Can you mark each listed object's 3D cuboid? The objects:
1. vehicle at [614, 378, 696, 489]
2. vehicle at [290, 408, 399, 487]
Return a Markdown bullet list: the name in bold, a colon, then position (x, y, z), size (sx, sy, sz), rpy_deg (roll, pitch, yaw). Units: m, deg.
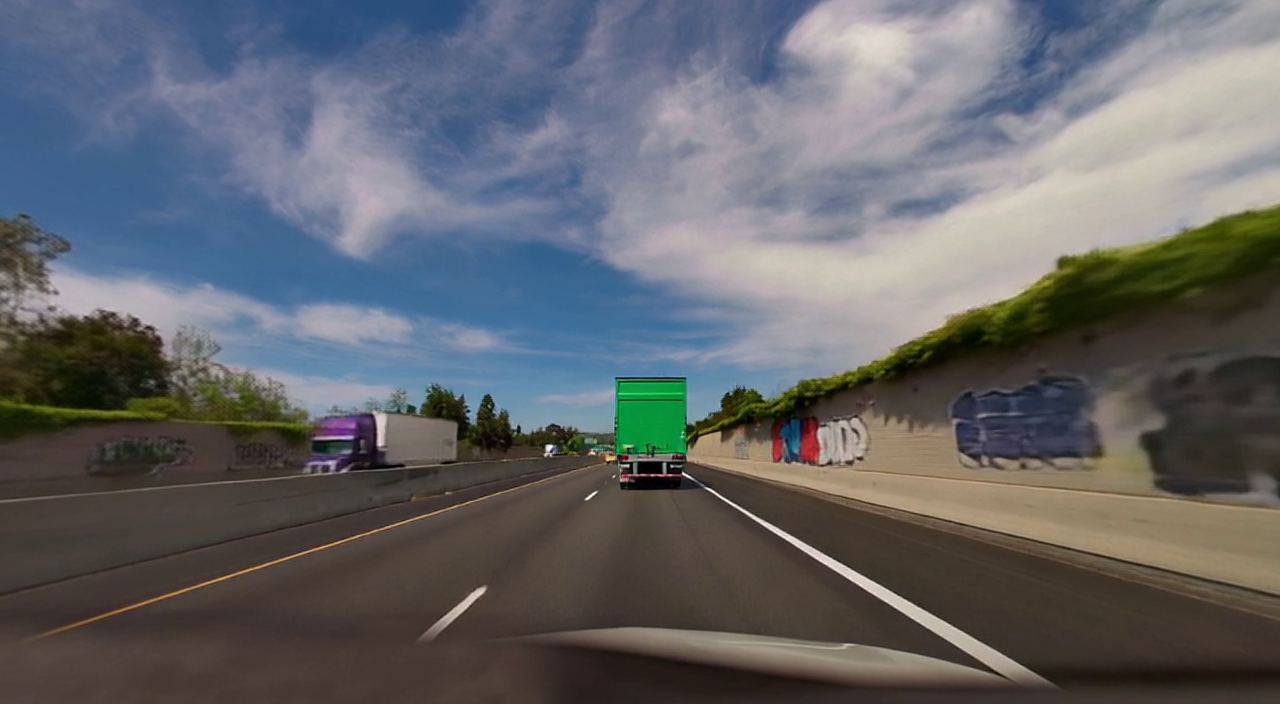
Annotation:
- **vehicle**: position (0.435, 3.677, 27.572), size (2.900, 3.955, 10.151), rpy_deg (0, -9, -1)
- **vehicle**: position (-16.064, 5.296, 34.825), size (3.009, 3.980, 5.790), rpy_deg (0, -9, 1)
